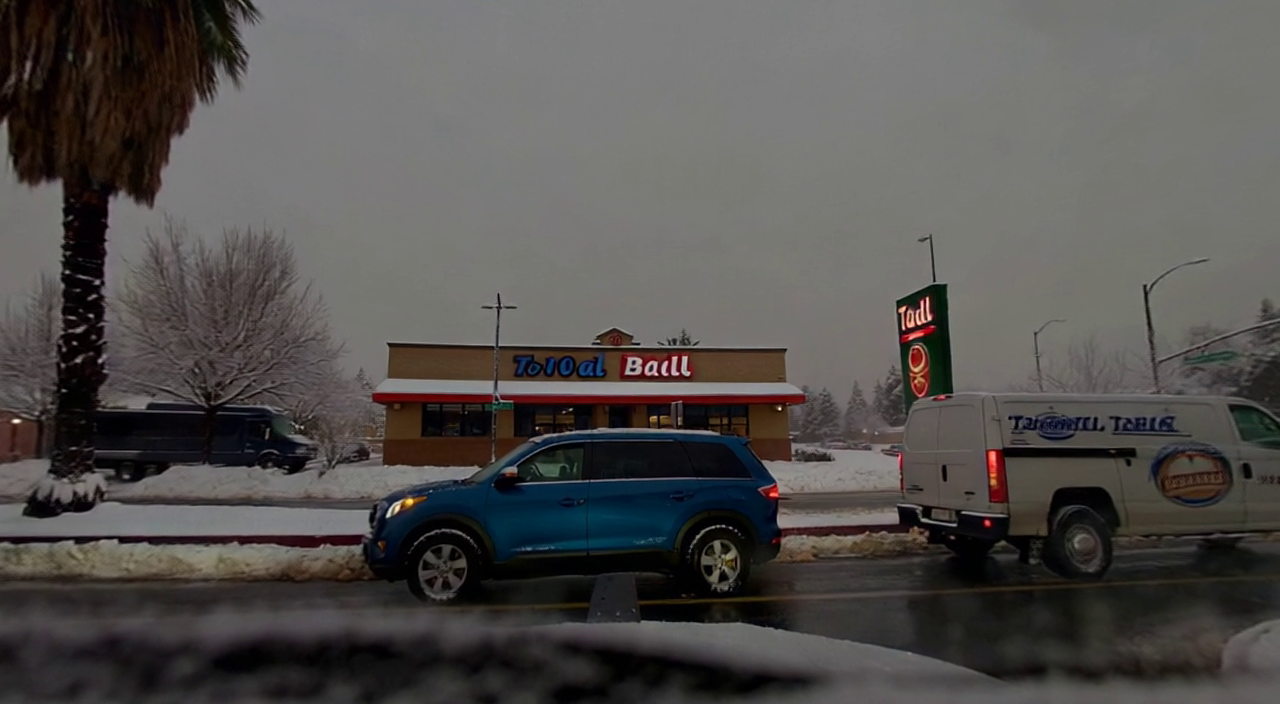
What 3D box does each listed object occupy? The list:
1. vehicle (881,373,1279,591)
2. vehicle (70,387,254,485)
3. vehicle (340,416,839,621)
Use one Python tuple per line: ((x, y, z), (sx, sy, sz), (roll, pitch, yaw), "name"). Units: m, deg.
((6.647, 1.537, 8.037), (6.246, 2.202, 2.277), (1, -9, -7), "vehicle")
((-21.670, 3.955, 29.433), (3.034, 3.929, 7.699), (1, -9, -6), "vehicle")
((-0.485, 1.626, 6.852), (4.493, 1.728, 2.137), (1, -9, -9), "vehicle")
